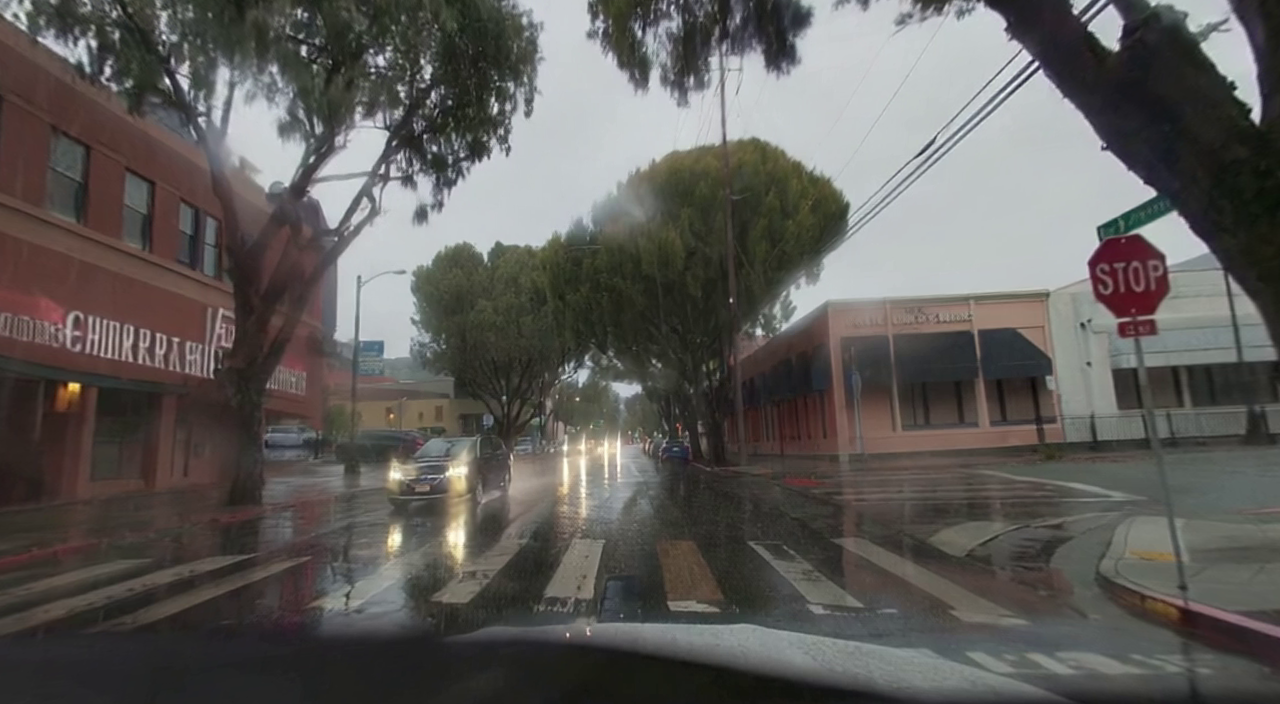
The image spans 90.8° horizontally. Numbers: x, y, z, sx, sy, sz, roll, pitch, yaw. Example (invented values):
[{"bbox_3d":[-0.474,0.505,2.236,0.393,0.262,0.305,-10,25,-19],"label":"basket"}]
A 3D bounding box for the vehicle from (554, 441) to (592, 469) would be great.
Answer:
[{"bbox_3d":[-5.068,7.915,48.766,2.495,1.966,4.846,0,-8,-1],"label":"vehicle"}]

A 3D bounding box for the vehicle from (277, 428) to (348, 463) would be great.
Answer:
[{"bbox_3d":[-25.428,7.285,49.331,2.288,2.514,5.886,0,-8,0],"label":"vehicle"}]

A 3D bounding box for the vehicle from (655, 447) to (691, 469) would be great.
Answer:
[{"bbox_3d":[2.108,6.927,41.504,1.877,1.373,3.854,0,-8,-3],"label":"vehicle"}]

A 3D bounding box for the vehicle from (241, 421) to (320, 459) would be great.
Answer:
[{"bbox_3d":[-28.119,6.975,49.756,2.249,2.760,6.636,0,-8,0],"label":"vehicle"}]

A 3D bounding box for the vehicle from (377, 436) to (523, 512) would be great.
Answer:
[{"bbox_3d":[-4.250,2.803,15.056,2.140,1.512,4.536,0,-8,-1],"label":"vehicle"}]
